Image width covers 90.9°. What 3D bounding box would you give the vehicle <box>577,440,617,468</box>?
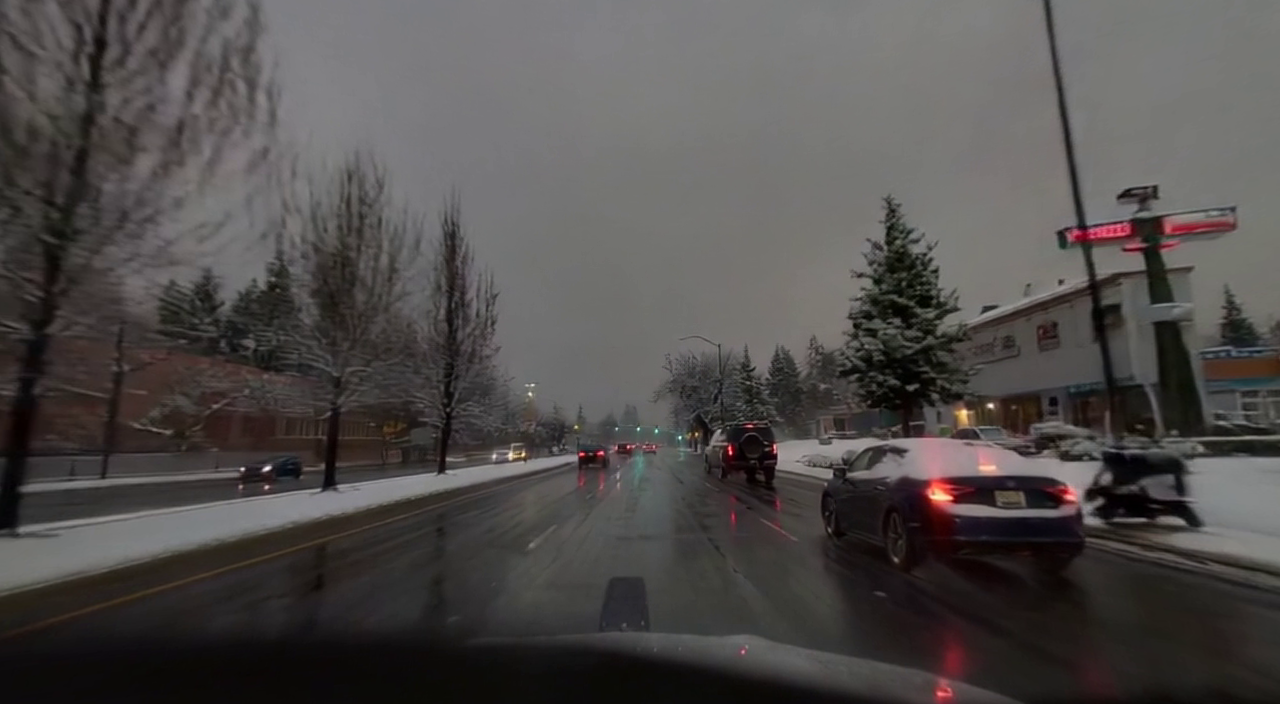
[{"bbox_3d":[-2.778,6.770,42.024,2.250,1.713,4.422,0,-8,2],"label":"vehicle"}]

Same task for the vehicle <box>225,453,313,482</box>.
[{"bbox_3d":[-20.926,6.523,35.817,2.222,1.472,4.563,0,-8,1],"label":"vehicle"}]

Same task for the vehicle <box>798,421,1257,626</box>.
[{"bbox_3d":[3.410,1.593,6.981,2.095,1.475,4.686,0,-8,0],"label":"vehicle"}]

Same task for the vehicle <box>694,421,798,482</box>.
[{"bbox_3d":[4.176,4.127,26.388,3.245,2.199,6.295,0,-8,0],"label":"vehicle"}]
